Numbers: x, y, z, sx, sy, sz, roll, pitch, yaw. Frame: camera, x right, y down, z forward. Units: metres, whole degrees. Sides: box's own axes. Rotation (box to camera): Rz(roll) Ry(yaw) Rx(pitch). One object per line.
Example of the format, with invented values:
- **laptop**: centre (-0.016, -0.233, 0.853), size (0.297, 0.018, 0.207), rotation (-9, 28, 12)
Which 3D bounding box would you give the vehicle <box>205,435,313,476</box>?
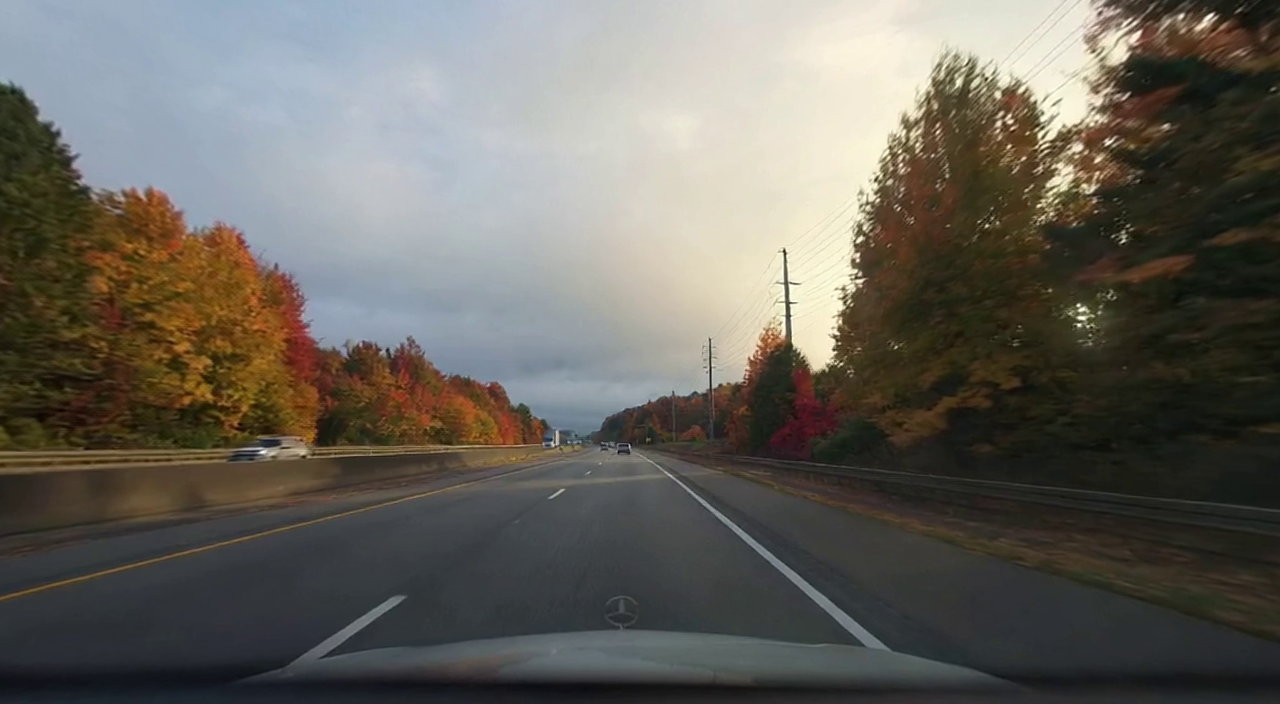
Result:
- **vehicle**: centre (-15.569, 4.236, 25.896), size (1.884, 1.532, 4.114), rotation (0, -9, 0)
